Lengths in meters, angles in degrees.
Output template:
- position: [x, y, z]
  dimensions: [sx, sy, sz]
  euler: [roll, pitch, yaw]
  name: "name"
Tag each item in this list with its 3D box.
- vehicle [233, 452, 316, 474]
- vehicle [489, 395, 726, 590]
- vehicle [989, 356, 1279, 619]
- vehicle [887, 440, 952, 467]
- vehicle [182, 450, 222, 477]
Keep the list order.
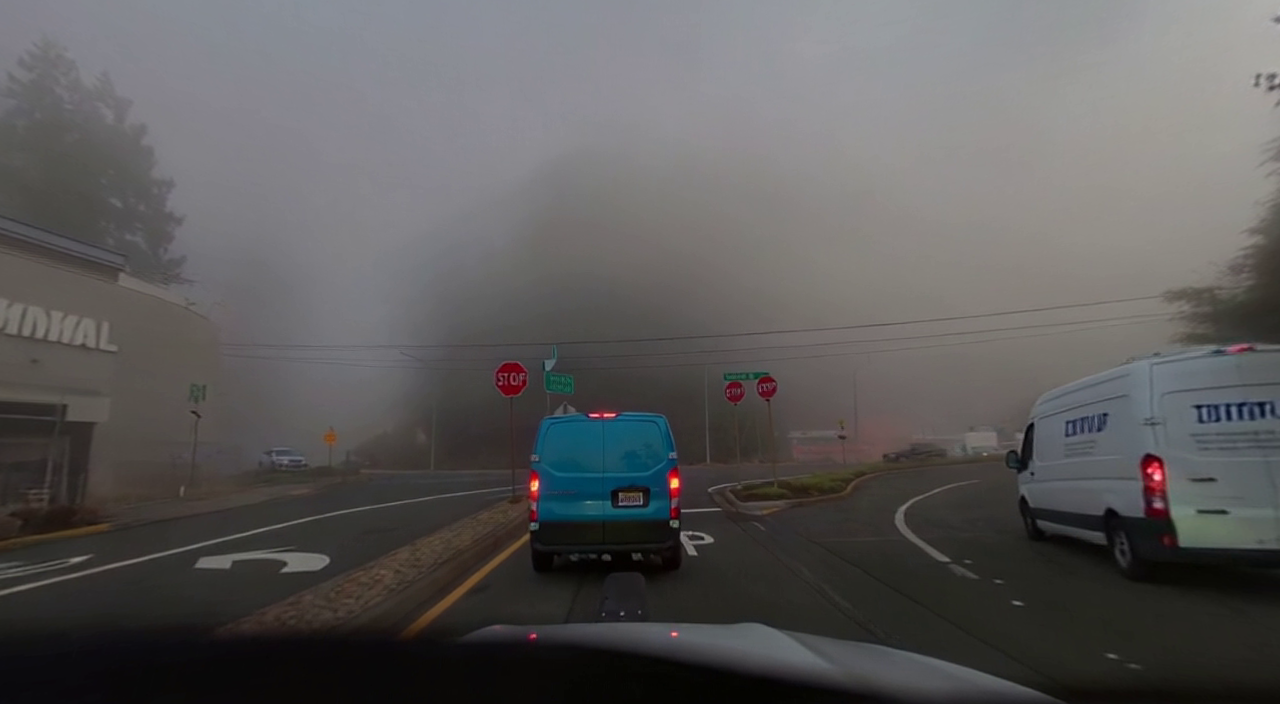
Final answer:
- position: [-25.951, 7.889, 45.047]
  dimensions: [4.670, 1.472, 1.851]
  euler: [1, -9, -8]
  name: "vehicle"
- position: [-0.235, 1.675, 8.333]
  dimensions: [2.237, 1.828, 4.546]
  euler: [0, -9, 2]
  name: "vehicle"
- position: [6.513, 1.529, 7.979]
  dimensions: [2.385, 2.196, 5.640]
  euler: [-2, -9, 16]
  name: "vehicle"
- position: [18.493, 6.658, 41.691]
  dimensions: [4.512, 1.659, 1.985]
  euler: [7, -11, -38]
  name: "vehicle"
- position: [-29.842, 7.556, 43.140]
  dimensions: [1.913, 1.682, 4.120]
  euler: [5, -10, -31]
  name: "vehicle"
